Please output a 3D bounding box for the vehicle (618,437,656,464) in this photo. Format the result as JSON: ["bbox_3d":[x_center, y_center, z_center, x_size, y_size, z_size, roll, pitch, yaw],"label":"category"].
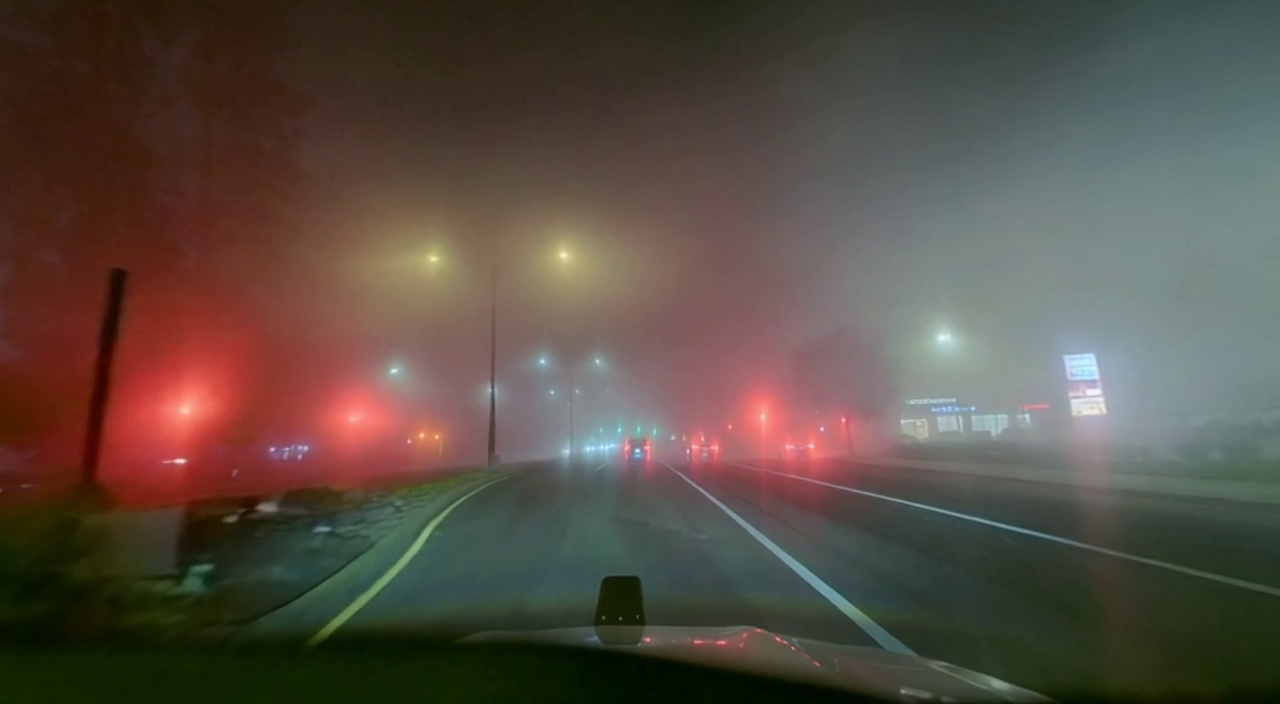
[{"bbox_3d":[-0.197,5.736,36.916,2.110,1.476,4.294,0,-8,-1],"label":"vehicle"}]

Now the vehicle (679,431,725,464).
[{"bbox_3d":[3.329,5.254,34.727,2.100,1.683,4.231,0,-8,0],"label":"vehicle"}]

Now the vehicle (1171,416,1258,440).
[{"bbox_3d":[38.880,5.219,42.927,1.881,1.476,4.437,-1,-8,3],"label":"vehicle"}]

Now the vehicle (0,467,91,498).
[{"bbox_3d":[-30.014,6.436,31.277,4.040,1.389,1.664,0,-9,-1],"label":"vehicle"}]

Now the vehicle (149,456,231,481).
[{"bbox_3d":[-29.891,7.744,42.034,4.033,1.531,1.789,0,-9,-3],"label":"vehicle"}]

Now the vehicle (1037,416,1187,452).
[{"bbox_3d":[20.528,3.620,27.630,4.813,1.483,2.129,0,-8,0],"label":"vehicle"}]
